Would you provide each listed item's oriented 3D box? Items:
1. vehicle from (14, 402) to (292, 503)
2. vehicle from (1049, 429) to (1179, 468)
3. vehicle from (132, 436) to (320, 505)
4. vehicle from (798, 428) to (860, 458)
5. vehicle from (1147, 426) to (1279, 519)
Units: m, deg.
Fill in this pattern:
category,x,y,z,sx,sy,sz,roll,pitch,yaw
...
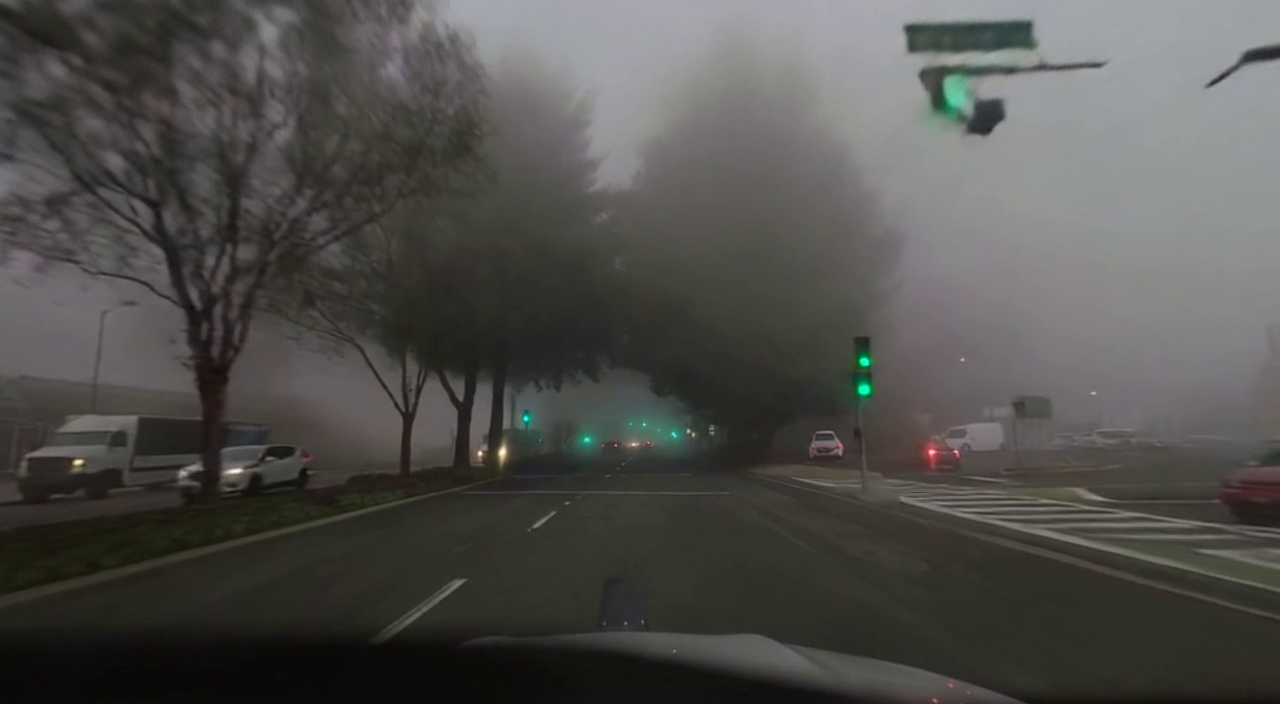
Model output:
category,x,y,z,sx,sy,sz,roll,pitch,yaw
vehicle,-19.055,4.114,26.212,2.958,3.304,10.523,0,-9,1
vehicle,23.913,4.886,31.956,4.999,1.814,2.158,-7,-11,39
vehicle,-11.293,3.230,17.731,2.078,1.656,4.624,0,-9,1
vehicle,14.546,7.003,48.619,4.203,2.206,1.934,-1,-9,7
vehicle,12.173,2.063,11.404,4.312,1.416,1.885,-3,-8,-1
